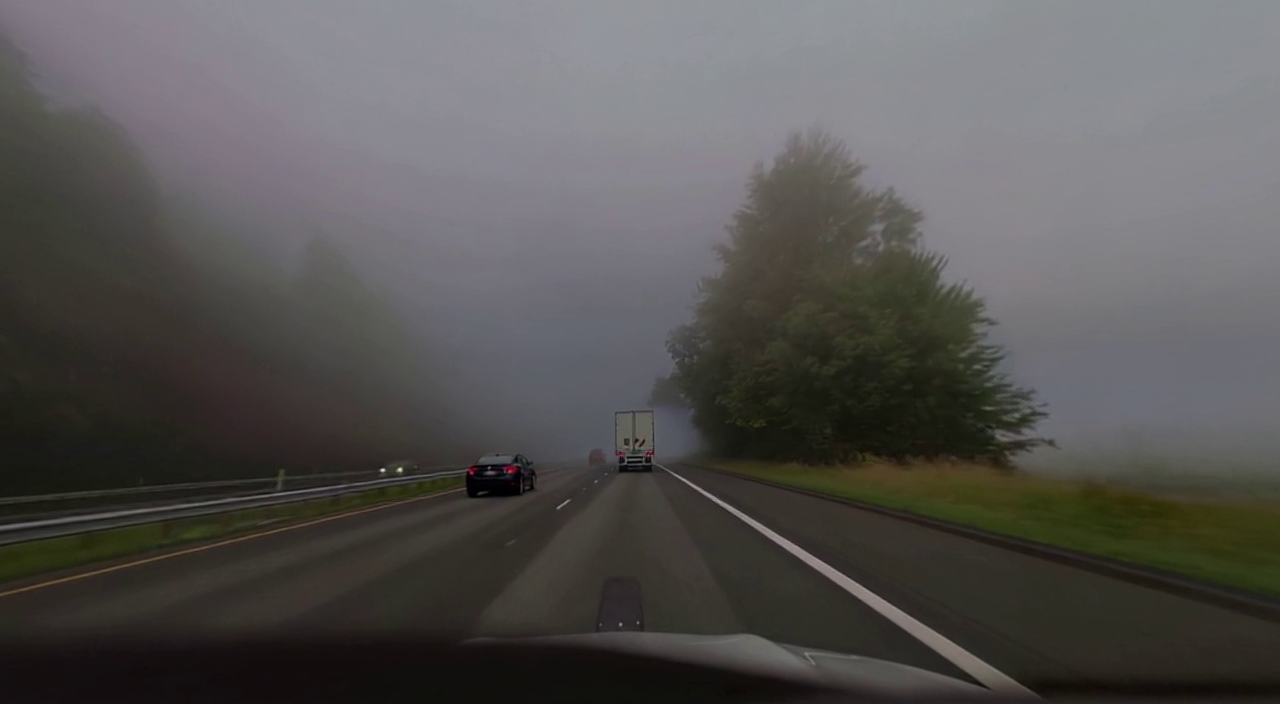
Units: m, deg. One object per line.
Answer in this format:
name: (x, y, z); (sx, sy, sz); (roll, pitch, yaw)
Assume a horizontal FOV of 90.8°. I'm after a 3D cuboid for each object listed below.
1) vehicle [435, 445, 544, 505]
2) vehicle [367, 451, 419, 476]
vehicle: (-4.074, 3.406, 17.869); (1.968, 1.460, 4.227); (0, -9, 1)
vehicle: (-17.197, 7.765, 44.129); (1.896, 1.641, 4.116); (0, -9, 0)
